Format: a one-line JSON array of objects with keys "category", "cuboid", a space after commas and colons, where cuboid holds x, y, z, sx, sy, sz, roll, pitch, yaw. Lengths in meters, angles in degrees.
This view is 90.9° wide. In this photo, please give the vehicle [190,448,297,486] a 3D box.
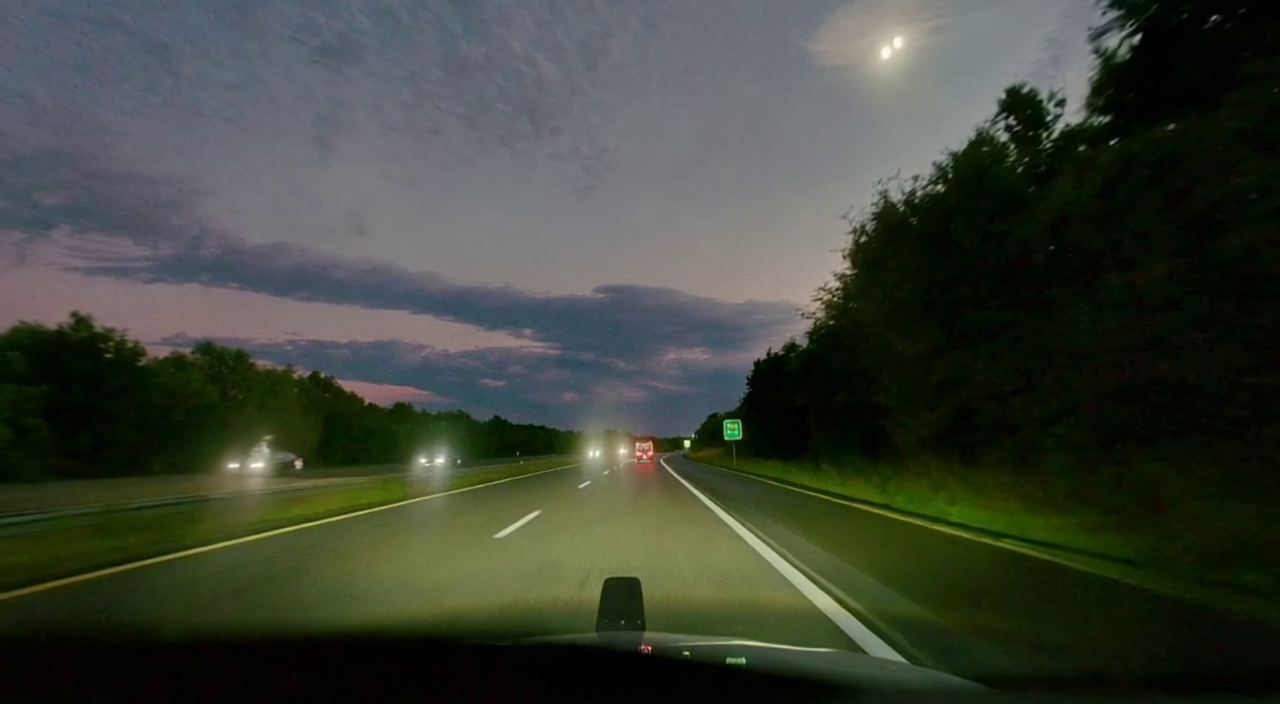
[{"category": "vehicle", "cuboid": [-16.461, 4.769, 26.466, 1.806, 1.422, 4.110, 0, -9, 0]}]

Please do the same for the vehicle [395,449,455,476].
[{"category": "vehicle", "cuboid": [-12.645, 6.530, 37.386, 1.908, 1.491, 4.440, 0, -9, 1]}]
